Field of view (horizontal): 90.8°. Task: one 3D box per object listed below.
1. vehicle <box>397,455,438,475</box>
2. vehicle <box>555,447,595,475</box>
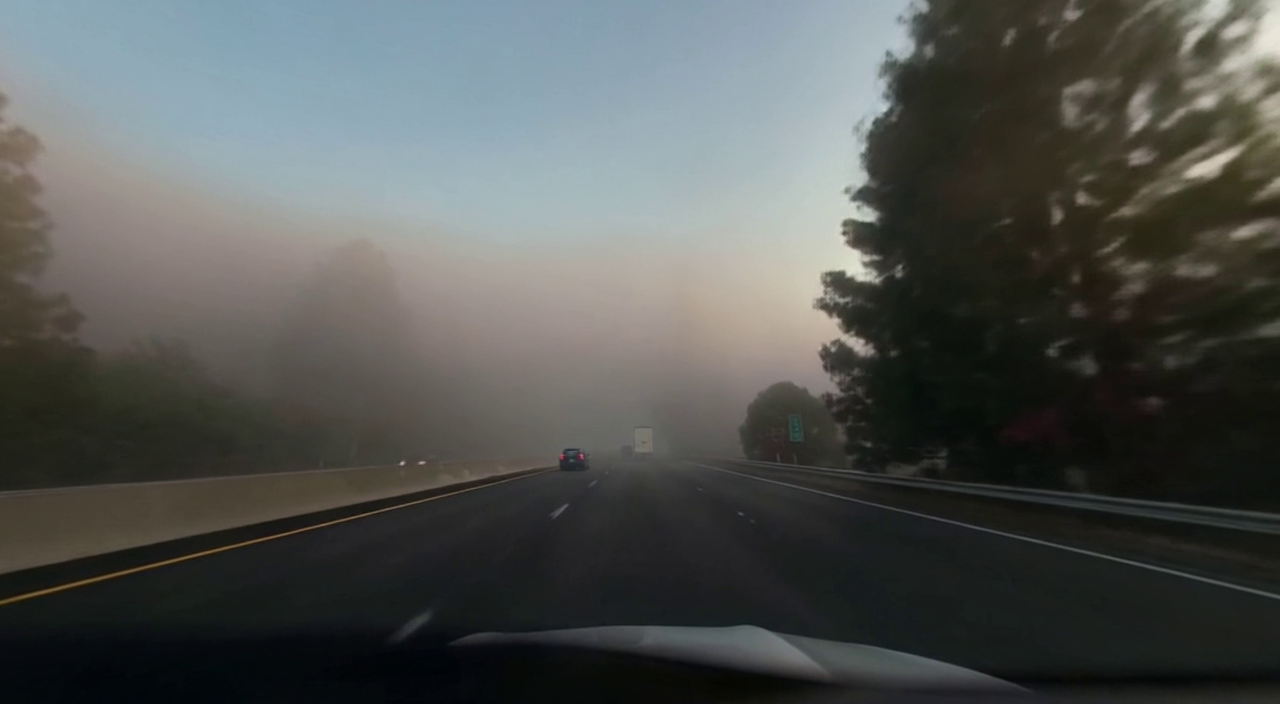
[{"bbox_3d":[-16.853,8.576,47.955,1.741,1.423,3.652,-1,-9,1],"label":"vehicle"},{"bbox_3d":[-3.785,6.383,37.205,2.018,1.548,3.849,0,-9,-1],"label":"vehicle"}]
